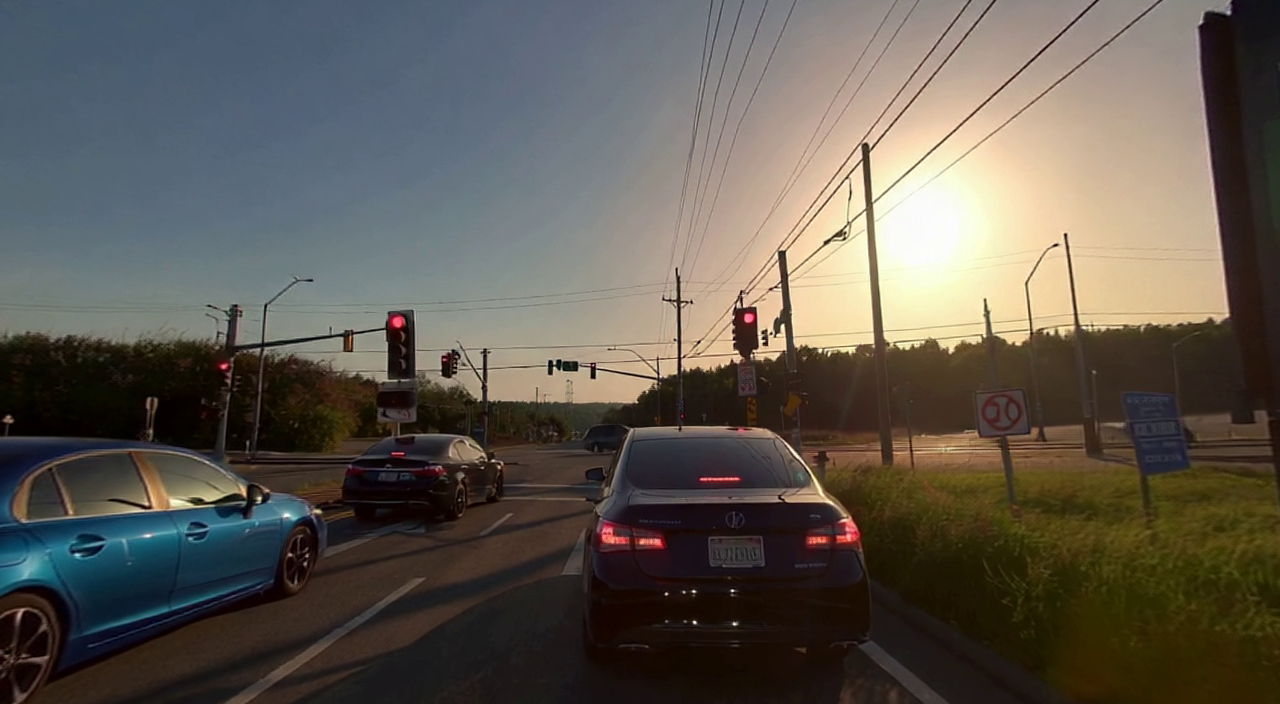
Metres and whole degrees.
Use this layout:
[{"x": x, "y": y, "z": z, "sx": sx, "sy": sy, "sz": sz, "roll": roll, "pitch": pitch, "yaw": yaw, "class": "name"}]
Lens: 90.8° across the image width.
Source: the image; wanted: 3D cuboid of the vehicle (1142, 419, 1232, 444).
[{"x": 40.120, "y": 5.872, "z": 46.428, "sx": 4.544, "sy": 1.762, "sz": 2.272, "roll": 1, "pitch": -9, "yaw": -3, "class": "vehicle"}]

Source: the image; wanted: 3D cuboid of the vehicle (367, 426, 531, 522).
[{"x": -3.378, "y": 2.239, "z": 12.081, "sx": 1.984, "sy": 1.505, "sz": 4.047, "roll": 0, "pitch": -8, "yaw": -2, "class": "vehicle"}]

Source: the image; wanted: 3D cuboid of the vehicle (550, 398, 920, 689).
[{"x": 0.402, "y": 1.310, "z": 5.438, "sx": 1.998, "sy": 1.529, "sz": 3.960, "roll": 1, "pitch": -8, "yaw": -4, "class": "vehicle"}]

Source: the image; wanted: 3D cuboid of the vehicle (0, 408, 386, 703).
[{"x": -3.706, "y": 1.242, "z": 4.459, "sx": 1.956, "sy": 1.468, "sz": 4.585, "roll": 0, "pitch": -8, "yaw": -1, "class": "vehicle"}]
